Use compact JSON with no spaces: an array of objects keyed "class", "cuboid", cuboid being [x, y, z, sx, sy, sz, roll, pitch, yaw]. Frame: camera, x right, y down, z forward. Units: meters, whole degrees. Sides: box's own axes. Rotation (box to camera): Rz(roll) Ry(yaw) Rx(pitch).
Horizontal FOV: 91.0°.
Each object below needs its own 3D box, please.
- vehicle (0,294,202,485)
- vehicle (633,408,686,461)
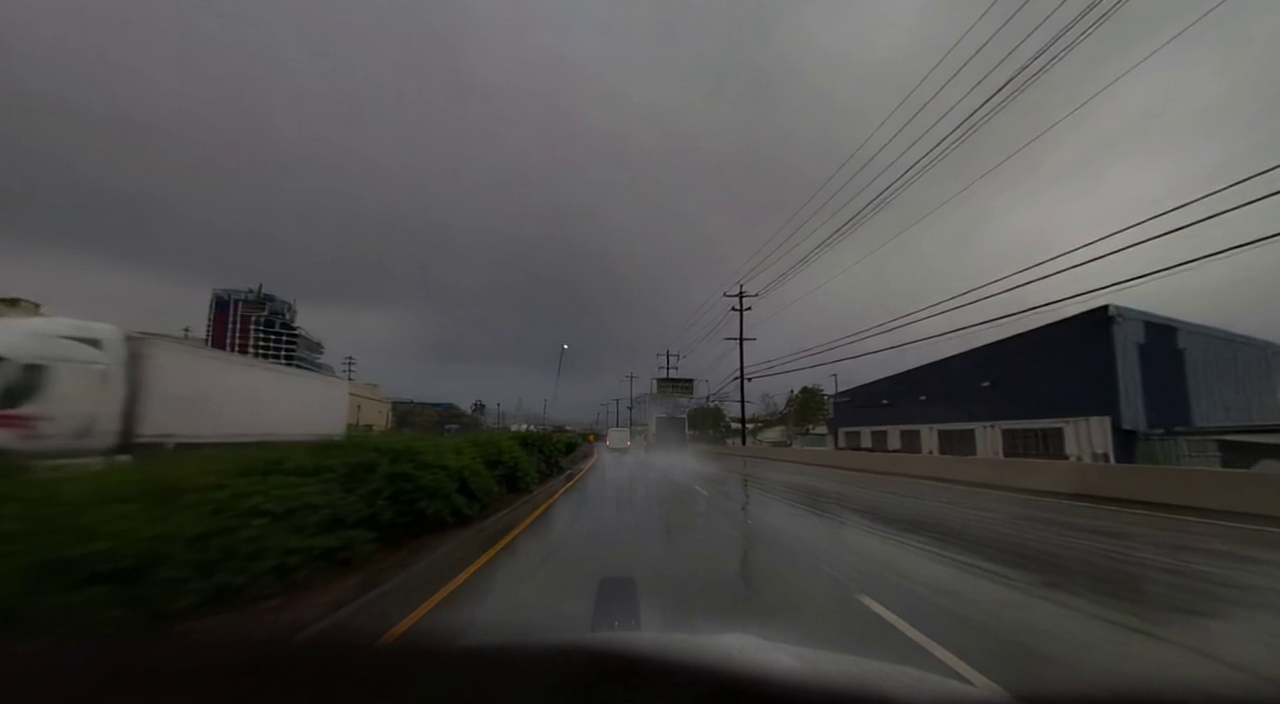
[{"class":"vehicle","cuboid":[-14.954,1.186,16.151,2.980,4.019,6.068,0,-8,-1]},{"class":"vehicle","cuboid":[1.151,5.478,41.683,2.713,3.140,6.640,0,-8,-5]}]
